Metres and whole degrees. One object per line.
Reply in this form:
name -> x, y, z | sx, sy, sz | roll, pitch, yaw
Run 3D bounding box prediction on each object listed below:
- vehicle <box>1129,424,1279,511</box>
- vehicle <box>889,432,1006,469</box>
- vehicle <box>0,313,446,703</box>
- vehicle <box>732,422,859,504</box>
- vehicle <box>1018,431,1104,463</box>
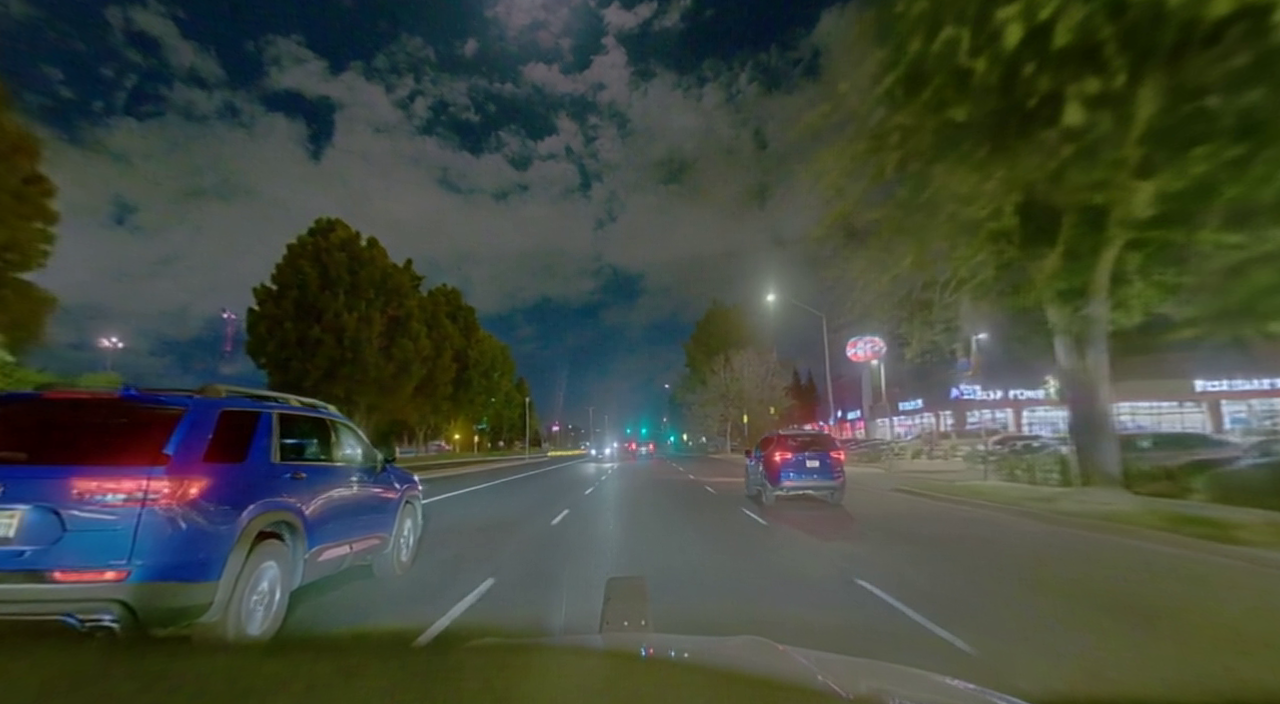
vehicle -> 13.253, 2.361, 13.177 | 1.880, 1.671, 5.180 | -1, -8, 0
vehicle -> 14.993, 4.836, 30.967 | 4.647, 1.725, 1.991 | 0, -8, 1
vehicle -> -3.534, 1.114, 5.386 | 2.210, 1.925, 4.838 | 0, -8, 0
vehicle -> 3.737, 2.767, 16.084 | 2.024, 1.773, 4.431 | 0, -8, -1
vehicle -> 24.884, 5.632, 37.494 | 1.910, 1.785, 4.862 | 0, -8, 2
